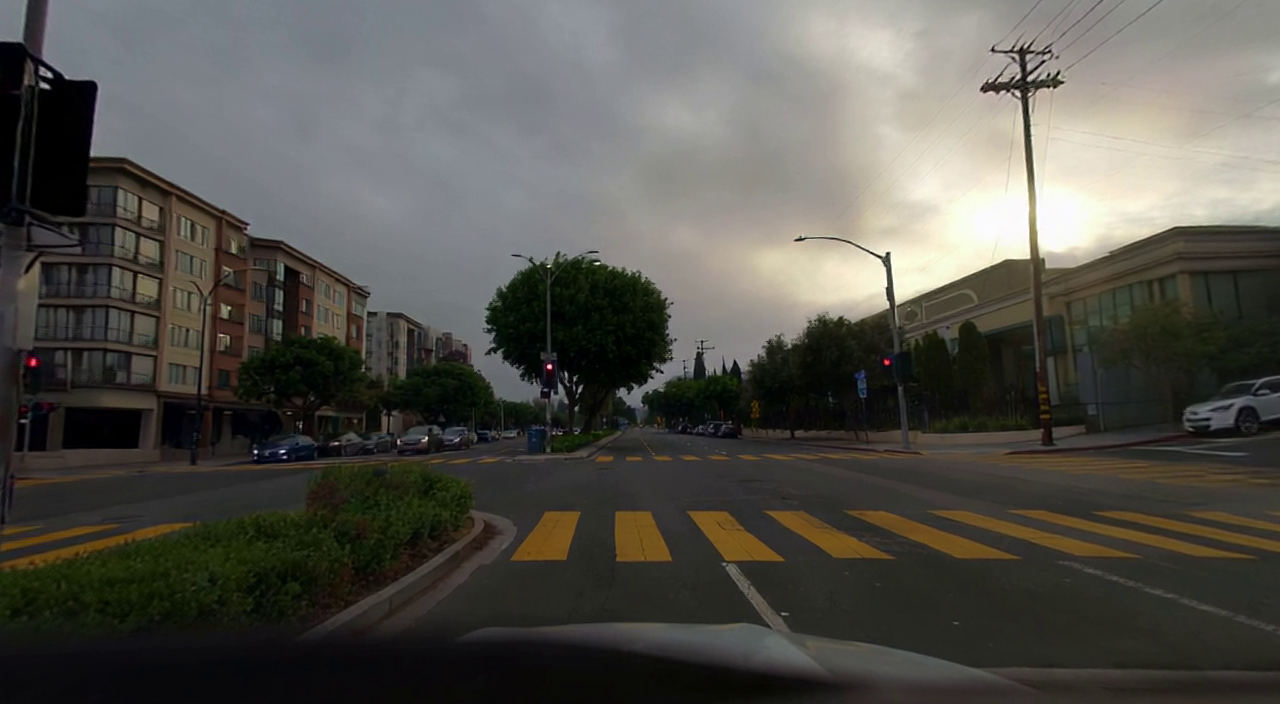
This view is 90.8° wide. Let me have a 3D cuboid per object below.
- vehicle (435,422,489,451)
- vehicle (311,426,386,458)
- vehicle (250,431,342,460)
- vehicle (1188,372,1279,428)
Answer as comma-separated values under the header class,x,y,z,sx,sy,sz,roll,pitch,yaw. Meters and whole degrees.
class,x,y,z,sx,sy,sz,roll,pitch,yaw
vehicle,-11.695,5.627,41.870,2.118,1.809,4.591,0,-8,2
vehicle,-18.245,5.667,39.863,2.225,1.871,5.189,0,-8,0
vehicle,-18.045,4.964,33.532,1.939,1.430,5.533,0,-8,-2
vehicle,22.378,1.621,22.236,4.531,1.753,1.964,-2,-2,-5
